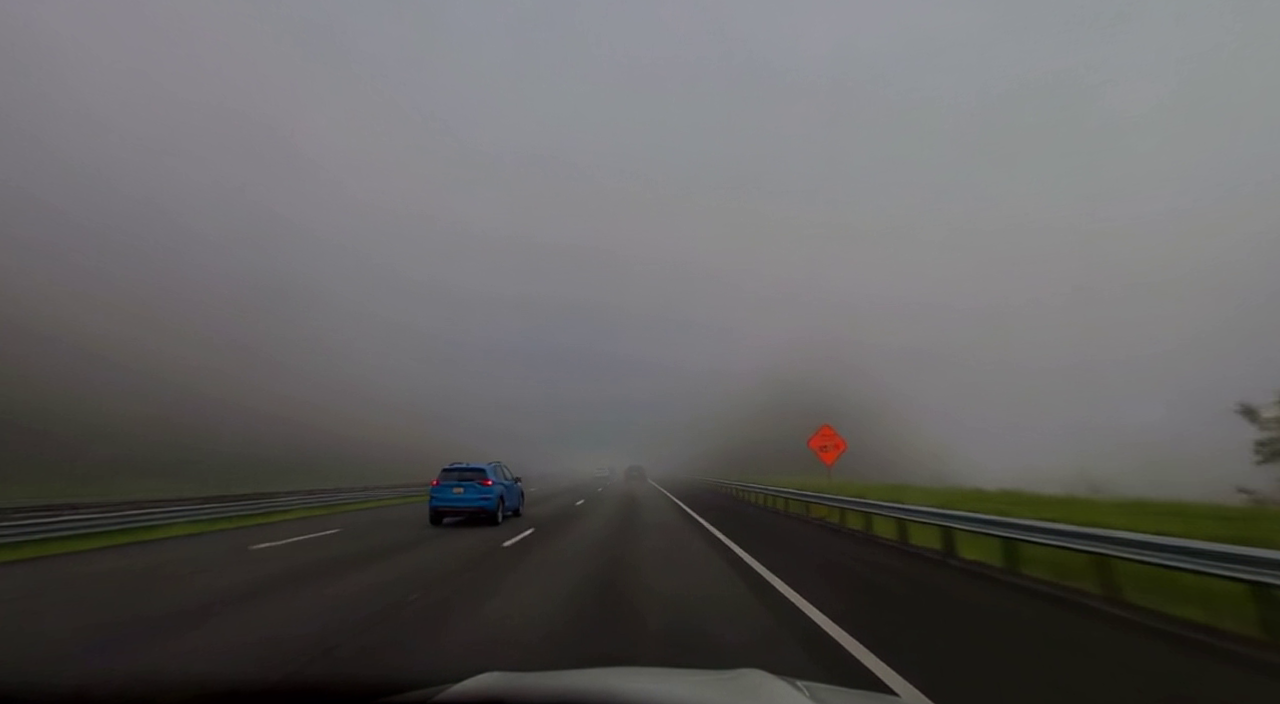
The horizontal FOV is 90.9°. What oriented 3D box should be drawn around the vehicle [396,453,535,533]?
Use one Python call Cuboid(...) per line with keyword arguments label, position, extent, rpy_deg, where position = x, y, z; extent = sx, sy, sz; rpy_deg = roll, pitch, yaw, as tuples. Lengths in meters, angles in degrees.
Cuboid(label="vehicle", position=(-3.817, 3.192, 14.624), extent=(2.017, 1.516, 4.041), rpy_deg=(1, -11, 1))
